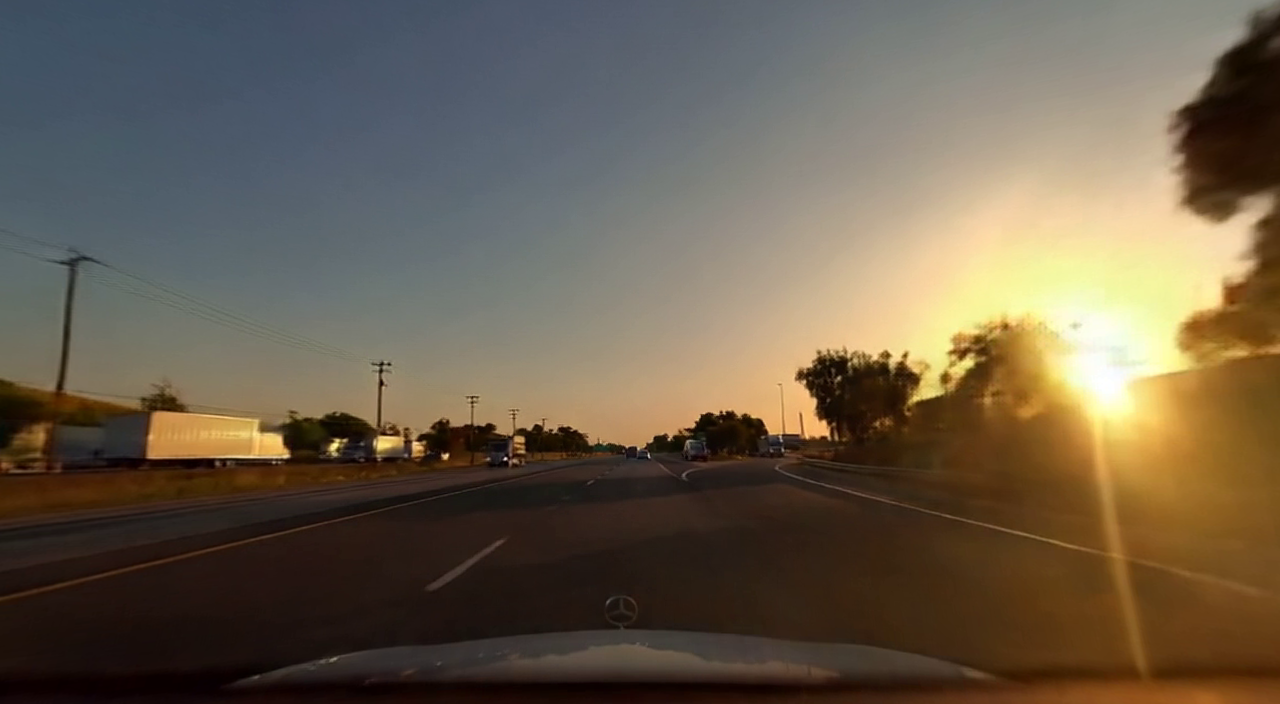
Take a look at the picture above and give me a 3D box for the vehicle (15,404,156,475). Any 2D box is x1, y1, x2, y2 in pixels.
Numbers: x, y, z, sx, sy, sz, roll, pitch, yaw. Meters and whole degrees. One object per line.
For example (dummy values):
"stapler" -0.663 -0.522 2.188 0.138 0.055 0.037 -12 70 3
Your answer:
"vehicle" -35.030 5.607 40.014 2.875 4.025 6.567 -2 -8 0
